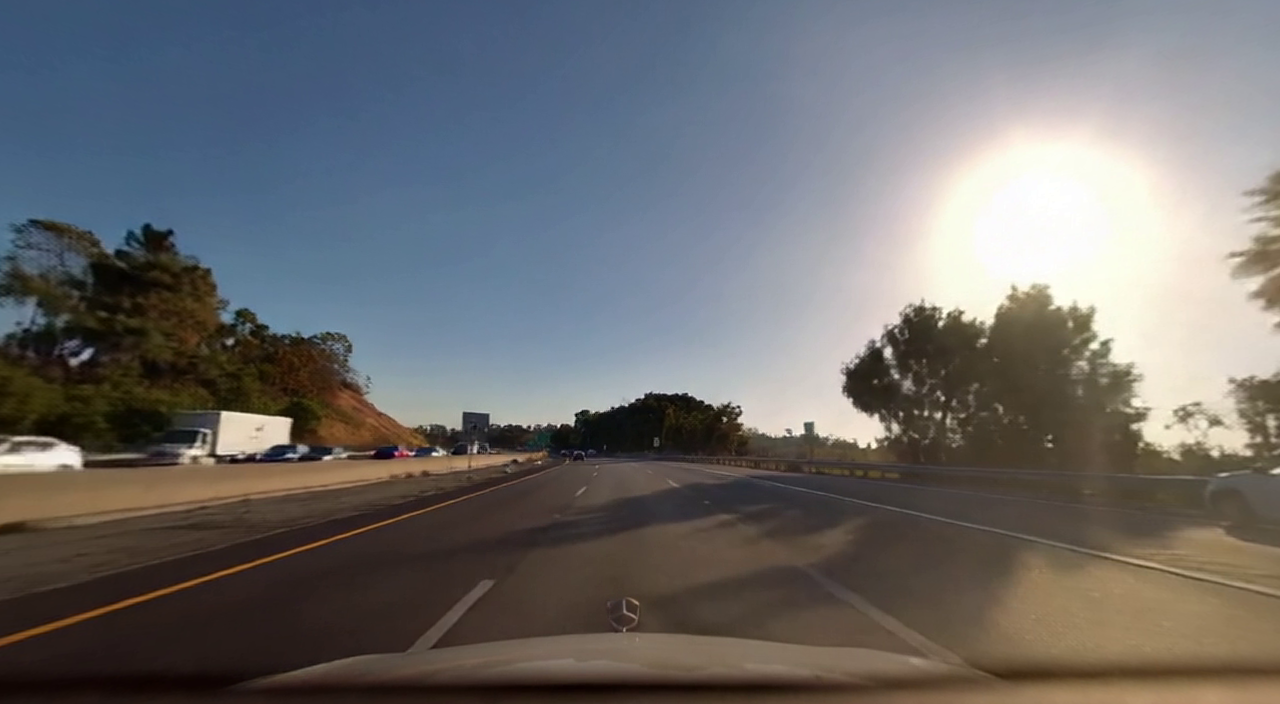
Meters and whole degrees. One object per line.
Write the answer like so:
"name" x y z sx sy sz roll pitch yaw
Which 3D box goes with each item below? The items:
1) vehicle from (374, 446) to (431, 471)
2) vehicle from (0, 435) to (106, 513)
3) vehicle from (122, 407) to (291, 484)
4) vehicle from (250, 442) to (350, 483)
"vehicle" -15.462 6.949 41.125 1.946 1.539 5.095 0 -9 -3
"vehicle" -13.357 2.369 12.152 1.898 1.484 4.729 0 -9 -2
"vehicle" -20.195 4.489 30.006 2.672 3.162 7.942 0 -9 -3
"vehicle" -13.932 4.542 26.008 1.870 1.494 4.423 0 -9 -3
